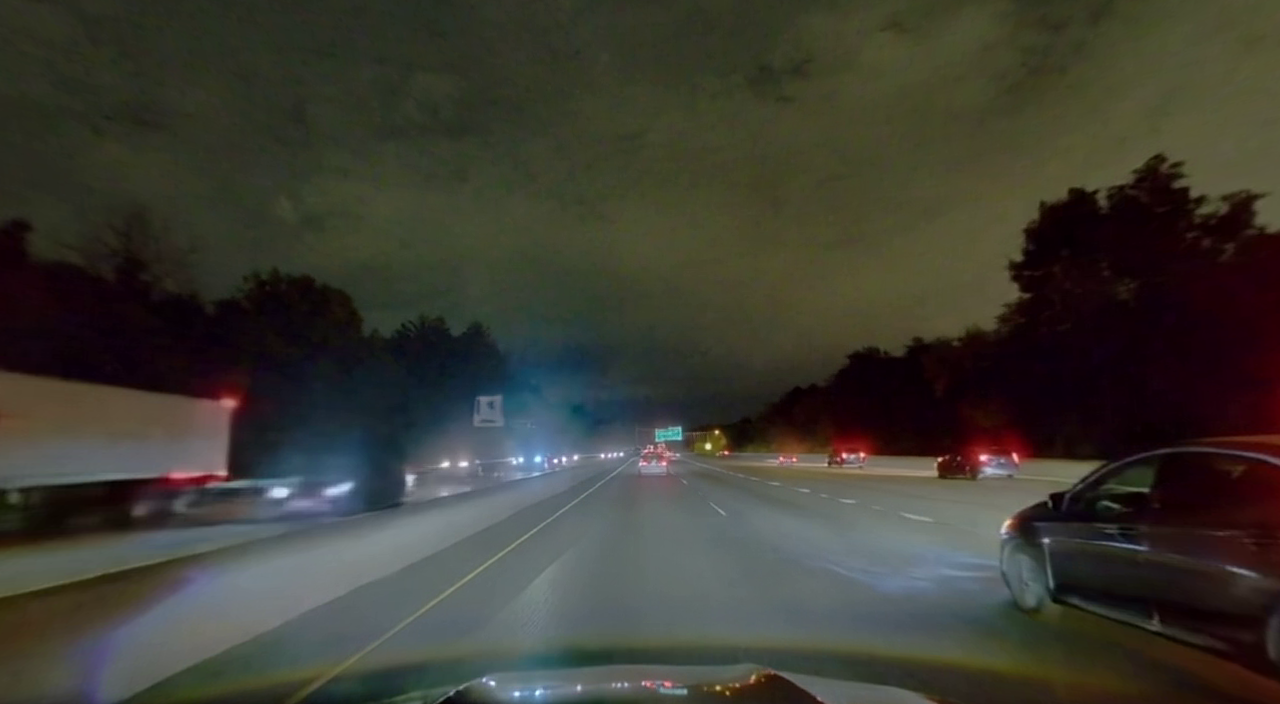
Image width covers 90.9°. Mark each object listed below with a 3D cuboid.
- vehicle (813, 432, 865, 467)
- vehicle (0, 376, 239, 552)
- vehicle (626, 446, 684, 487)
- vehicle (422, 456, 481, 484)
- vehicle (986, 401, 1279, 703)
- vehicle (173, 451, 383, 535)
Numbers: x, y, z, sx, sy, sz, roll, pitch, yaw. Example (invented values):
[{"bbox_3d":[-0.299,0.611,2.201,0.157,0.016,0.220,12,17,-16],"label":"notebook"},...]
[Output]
[{"bbox_3d":[14.925,7.333,47.533,2.115,2.446,5.323,0,-9,-1],"label":"vehicle"},{"bbox_3d":[-14.650,2.416,13.673,2.812,3.601,13.744,0,-9,1],"label":"vehicle"},{"bbox_3d":[0.555,4.639,25.808,2.177,1.520,4.278,0,-9,0],"label":"vehicle"},{"bbox_3d":[-11.191,7.033,37.776,2.103,1.481,4.610,0,-9,1],"label":"vehicle"},{"bbox_3d":[3.702,0.952,2.653,2.029,1.475,4.279,0,-9,0],"label":"vehicle"},{"bbox_3d":[-7.503,2.921,13.741,1.911,1.497,4.500,0,-9,0],"label":"vehicle"}]
